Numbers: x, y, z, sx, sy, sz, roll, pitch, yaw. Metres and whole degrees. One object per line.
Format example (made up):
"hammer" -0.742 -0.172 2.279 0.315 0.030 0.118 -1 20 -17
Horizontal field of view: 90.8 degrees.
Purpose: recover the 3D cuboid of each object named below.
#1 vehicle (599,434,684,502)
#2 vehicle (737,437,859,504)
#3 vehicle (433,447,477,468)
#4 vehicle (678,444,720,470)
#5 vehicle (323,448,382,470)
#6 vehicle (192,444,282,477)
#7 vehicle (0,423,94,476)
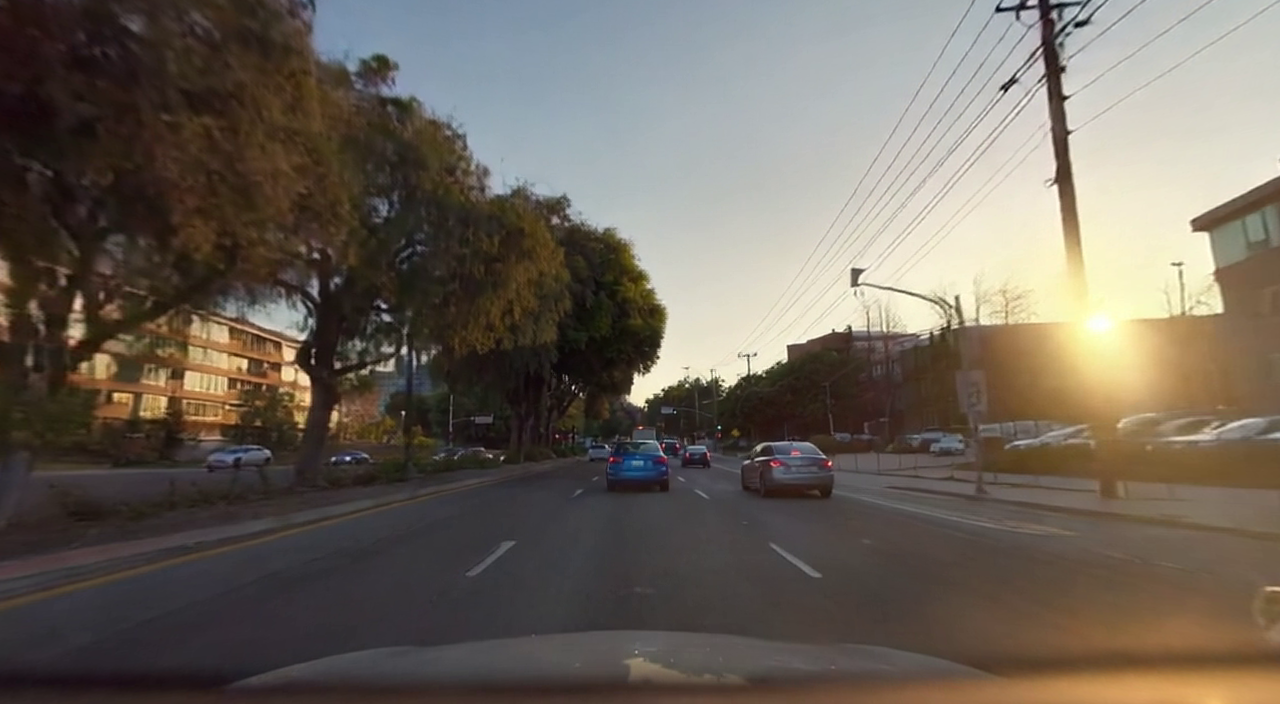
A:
"vehicle" 0.003 3.130 17.326 2.073 1.606 3.933 0 -9 -1
"vehicle" 3.979 3.089 16.826 2.086 1.534 4.351 0 -9 0
"vehicle" -14.012 7.995 48.027 2.031 1.490 4.284 0 -9 0
"vehicle" 3.542 6.455 38.841 2.054 1.461 4.321 0 -9 -1
"vehicle" -21.154 7.907 46.726 2.026 1.496 4.680 0 -9 2
"vehicle" -22.143 5.985 34.977 1.982 1.699 4.421 0 -9 1
"vehicle" -49.203 7.607 49.235 9.566 3.955 3.128 1 -8 -7
